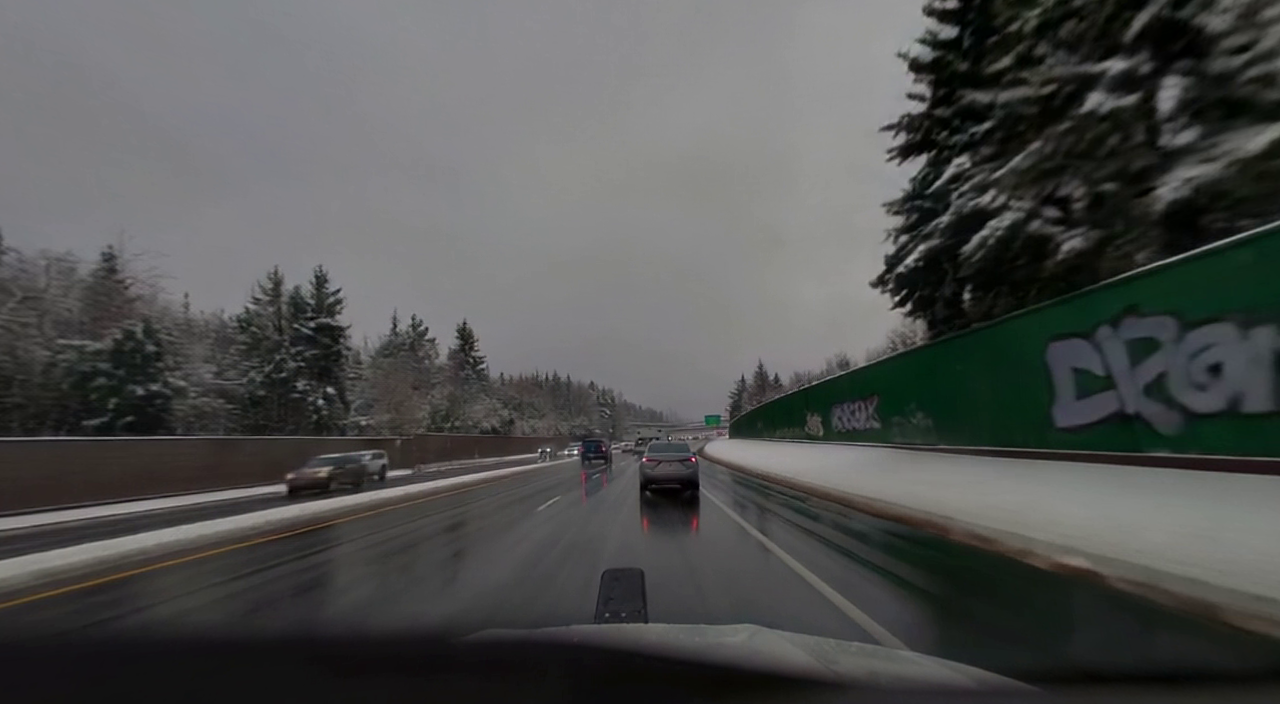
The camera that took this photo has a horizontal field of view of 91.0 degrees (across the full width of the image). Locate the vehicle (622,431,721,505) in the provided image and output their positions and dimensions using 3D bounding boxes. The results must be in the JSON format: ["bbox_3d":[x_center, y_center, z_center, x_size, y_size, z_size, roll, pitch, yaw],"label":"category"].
[{"bbox_3d":[0.679,2.733,15.222,2.077,1.533,3.854,0,-8,1],"label":"vehicle"}]

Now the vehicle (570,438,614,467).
[{"bbox_3d":[-2.691,5.734,36.163,2.105,1.571,3.727,-1,-8,3],"label":"vehicle"}]

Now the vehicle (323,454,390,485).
[{"bbox_3d":[-14.255,5.880,31.804,1.684,1.412,3.399,0,-8,2],"label":"vehicle"}]
